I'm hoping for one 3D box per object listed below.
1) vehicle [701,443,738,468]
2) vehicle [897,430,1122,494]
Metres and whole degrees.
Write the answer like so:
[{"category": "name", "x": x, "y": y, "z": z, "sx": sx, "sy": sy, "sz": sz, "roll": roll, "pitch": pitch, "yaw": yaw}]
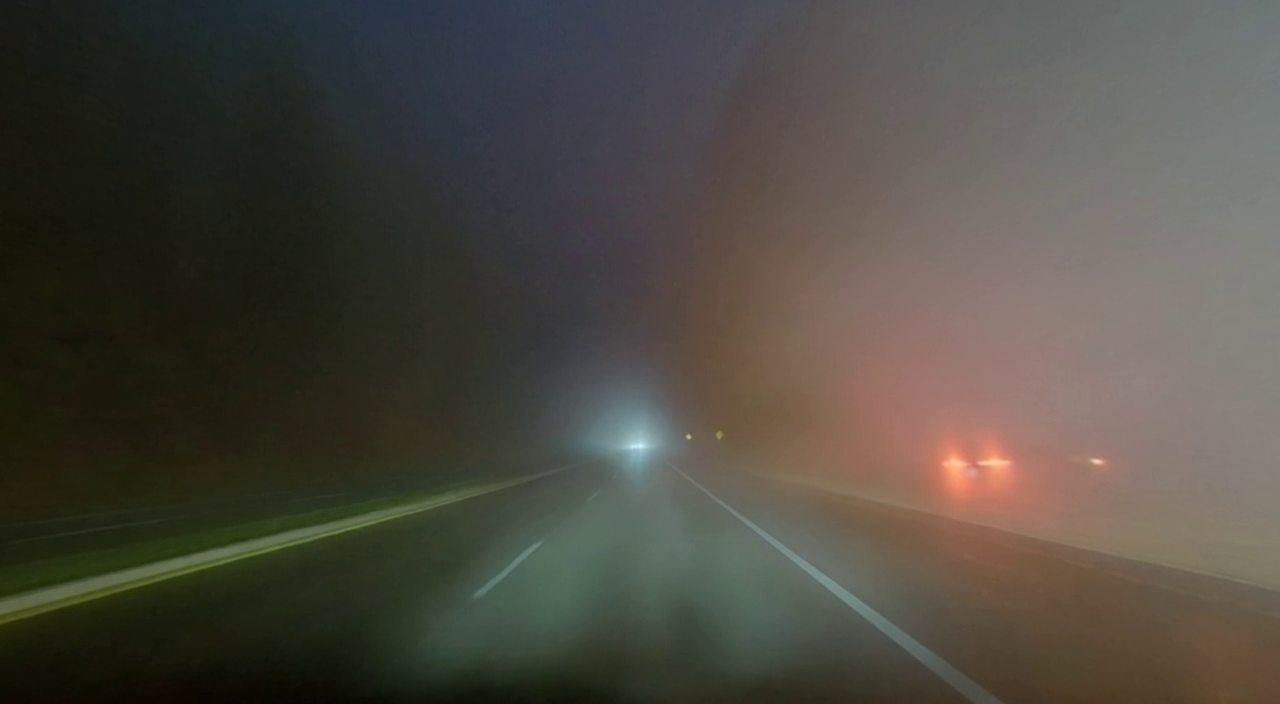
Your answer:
[{"category": "vehicle", "x": 5.253, "y": 6.872, "z": 42.108, "sx": 1.920, "sy": 1.514, "sz": 4.746, "roll": 0, "pitch": -8, "yaw": 1}, {"category": "vehicle", "x": 10.439, "y": 3.122, "z": 18.143, "sx": 5.118, "sy": 1.701, "sz": 2.175, "roll": 0, "pitch": -8, "yaw": -3}]
